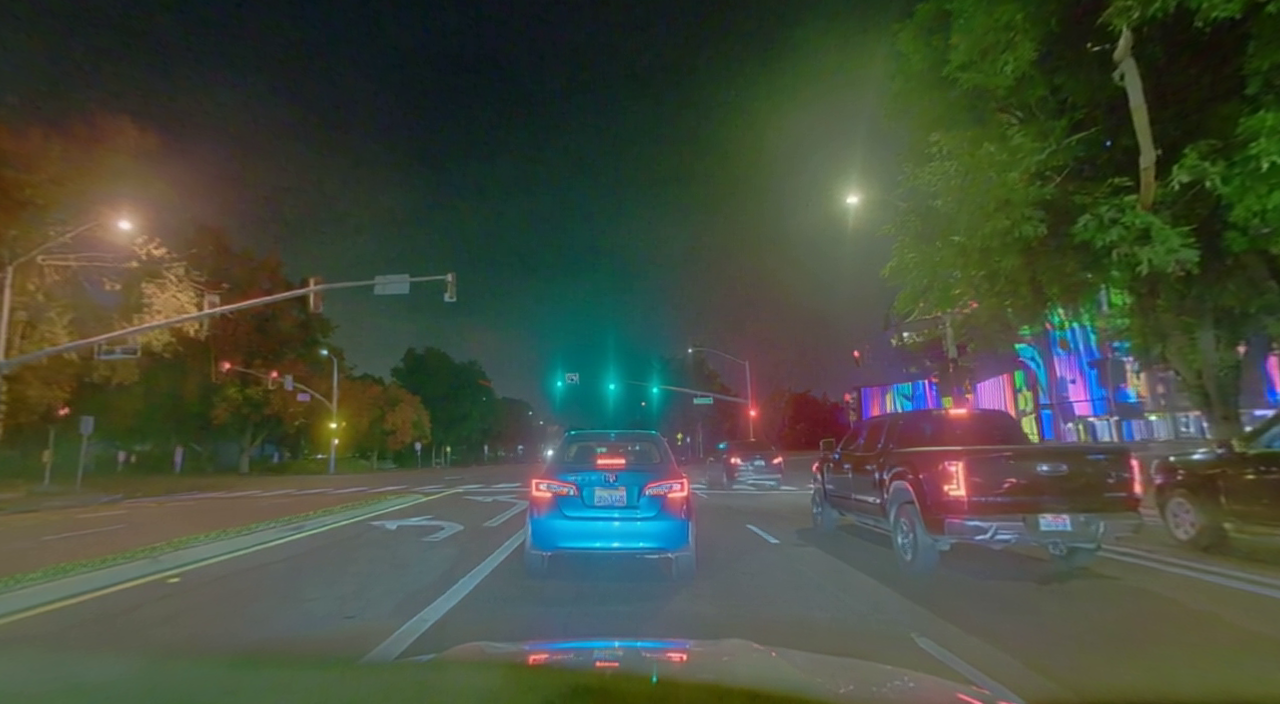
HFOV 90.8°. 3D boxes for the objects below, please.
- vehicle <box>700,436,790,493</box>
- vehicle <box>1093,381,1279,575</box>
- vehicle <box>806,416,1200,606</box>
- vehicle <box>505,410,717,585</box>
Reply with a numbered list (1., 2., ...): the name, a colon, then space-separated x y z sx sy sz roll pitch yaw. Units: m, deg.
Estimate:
1. vehicle: 3.231 3.556 20.359 2.031 1.626 4.264 0 -8 -2
2. vehicle: 7.551 1.202 5.951 2.240 1.923 5.678 0 -8 -1
3. vehicle: 3.612 1.651 7.576 1.955 1.550 4.587 0 -8 -1
4. vehicle: -0.281 1.676 8.000 2.037 1.674 3.693 0 -8 0
